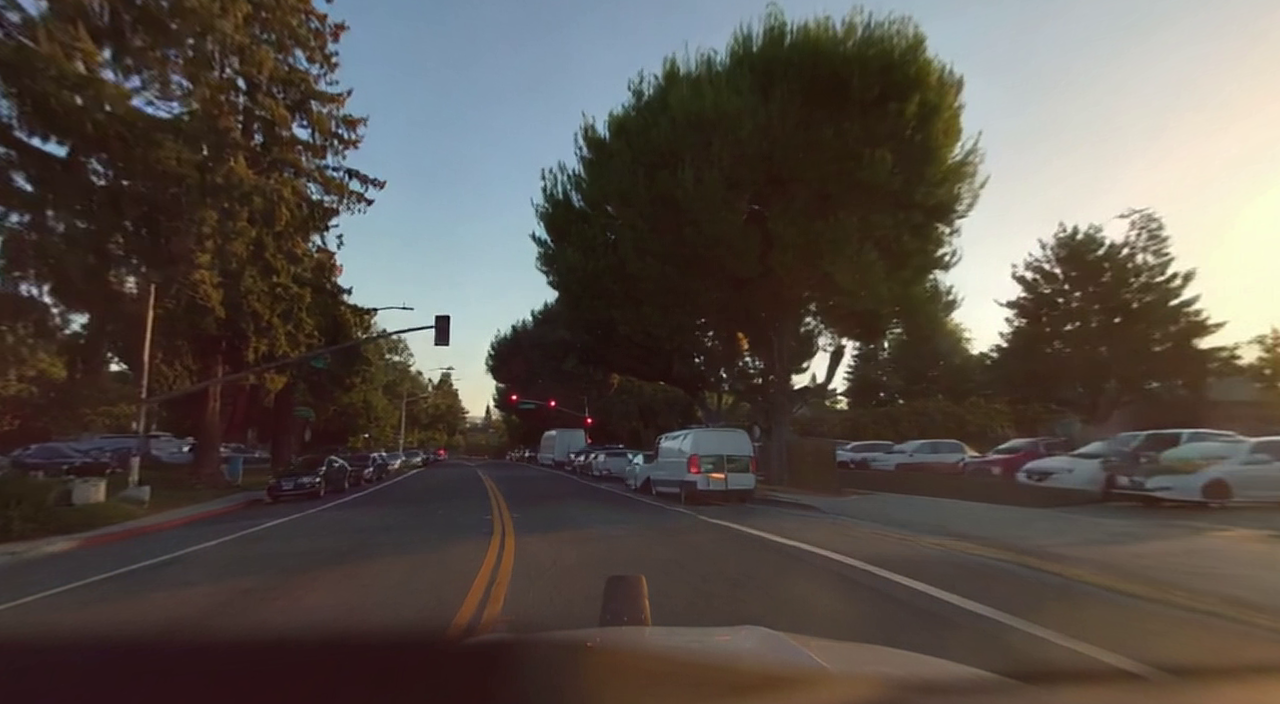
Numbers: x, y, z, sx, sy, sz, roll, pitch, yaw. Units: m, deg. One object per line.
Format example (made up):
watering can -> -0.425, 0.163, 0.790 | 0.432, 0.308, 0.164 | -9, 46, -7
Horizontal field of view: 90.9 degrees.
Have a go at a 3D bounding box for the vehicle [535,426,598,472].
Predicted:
vehicle -> -5.158, 6.657, 43.378 | 3.089, 2.882, 6.770 | 2, -9, -17

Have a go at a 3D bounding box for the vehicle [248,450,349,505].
vehicle -> -10.812, 3.947, 20.296 | 1.950, 1.489, 4.214 | 1, -9, -16

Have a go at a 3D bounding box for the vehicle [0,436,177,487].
vehicle -> -20.292, 4.051, 23.420 | 4.422, 1.689, 2.021 | 0, -9, -9

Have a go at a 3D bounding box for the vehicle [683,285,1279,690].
vehicle -> 3.454, 1.530, 8.750 | 3.041, 2.164, 10.370 | 1, -9, -11
